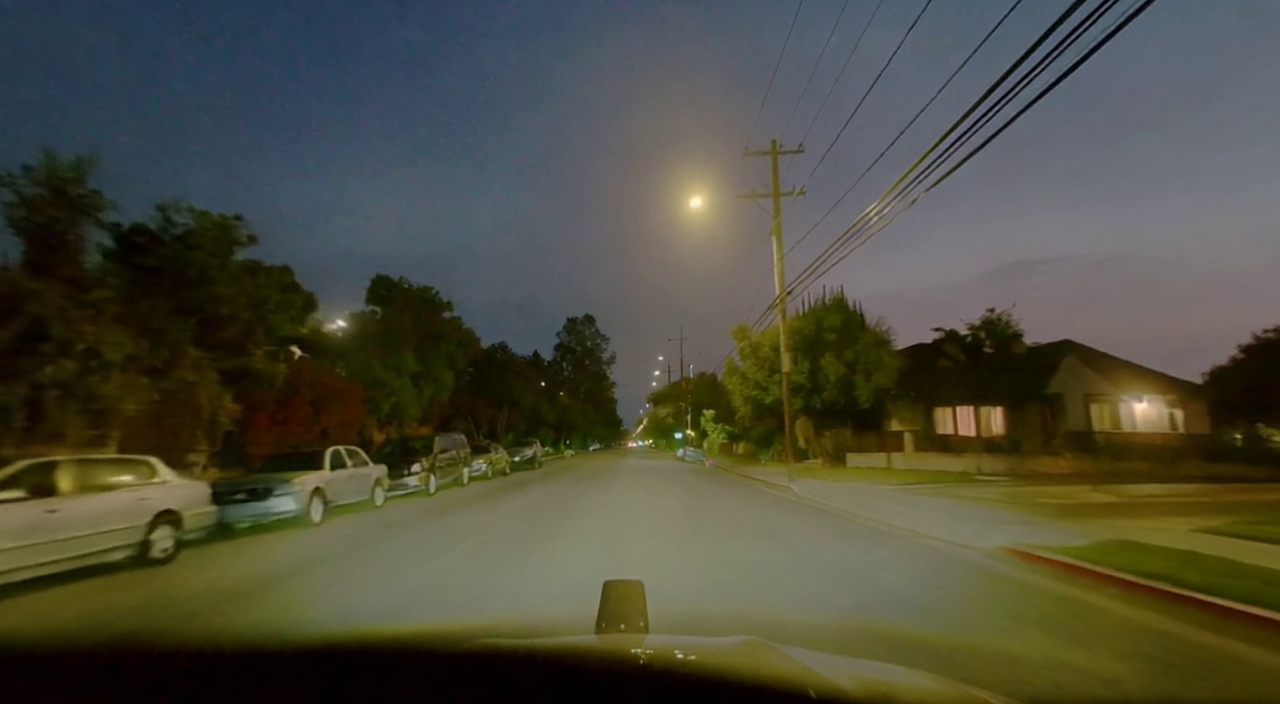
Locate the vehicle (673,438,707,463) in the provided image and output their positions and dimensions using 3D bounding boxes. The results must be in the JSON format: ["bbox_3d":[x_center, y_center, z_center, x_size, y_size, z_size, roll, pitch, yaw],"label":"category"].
[{"bbox_3d":[3.647,7.258,46.505,2.138,1.766,5.129,0,-8,0],"label":"vehicle"}]

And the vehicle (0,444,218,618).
[{"bbox_3d":[-6.327,1.570,5.719,1.816,1.460,4.542,0,-8,0],"label":"vehicle"}]

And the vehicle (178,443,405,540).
[{"bbox_3d":[-6.227,2.480,12.012,1.890,1.453,4.430,0,-8,-2],"label":"vehicle"}]

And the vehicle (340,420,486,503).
[{"bbox_3d":[-6.328,3.132,18.500,2.222,2.022,5.547,0,-8,0],"label":"vehicle"}]
